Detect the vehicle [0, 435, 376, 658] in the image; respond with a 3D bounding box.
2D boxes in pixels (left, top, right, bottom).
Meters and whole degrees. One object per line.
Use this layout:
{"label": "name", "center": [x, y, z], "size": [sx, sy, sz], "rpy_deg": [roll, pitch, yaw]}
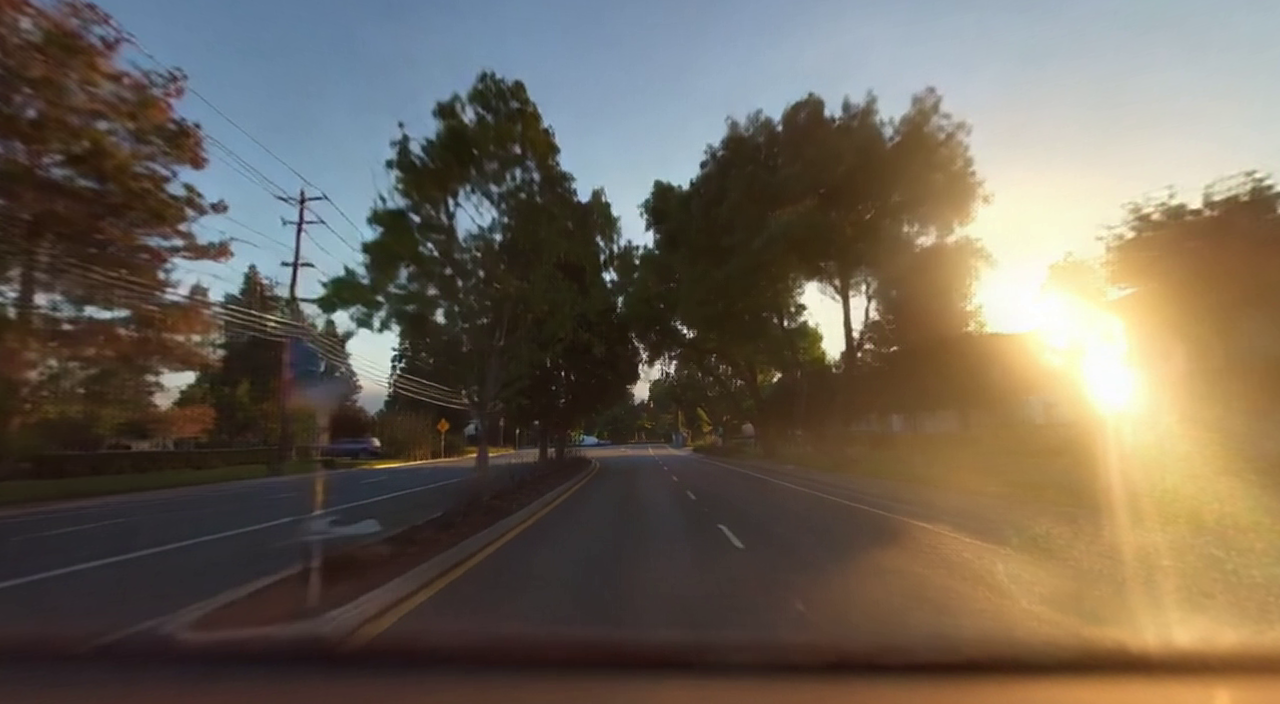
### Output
{"label": "vehicle", "center": [-5.124, 1.757, 7.268], "size": [1.948, 1.471, 5.408], "rpy_deg": [2, -7, -2]}
